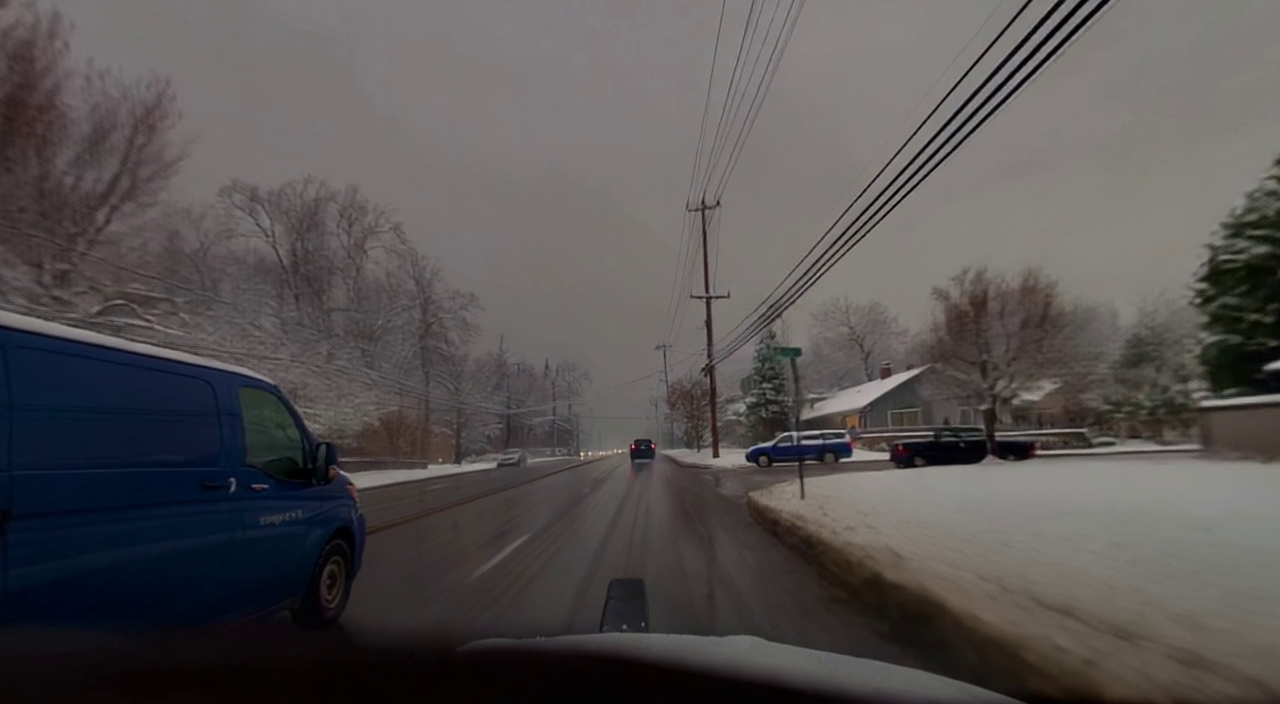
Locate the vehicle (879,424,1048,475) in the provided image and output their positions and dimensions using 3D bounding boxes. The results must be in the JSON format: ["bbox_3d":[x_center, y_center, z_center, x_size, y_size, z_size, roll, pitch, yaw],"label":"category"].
[{"bbox_3d":[10.177,3.099,20.099,4.295,1.505,1.918,0,-8,1],"label":"vehicle"}]

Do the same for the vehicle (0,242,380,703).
[{"bbox_3d":[-3.510,0.724,2.553,2.336,2.152,5.866,0,-8,1],"label":"vehicle"}]

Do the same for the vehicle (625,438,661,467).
[{"bbox_3d":[0.185,6.234,39.262,2.120,1.718,3.909,0,-8,1],"label":"vehicle"}]

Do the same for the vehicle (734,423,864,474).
[{"bbox_3d":[6.769,4.124,27.010,5.012,1.711,2.457,-7,-8,15],"label":"vehicle"}]

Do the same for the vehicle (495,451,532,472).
[{"bbox_3d":[-9.380,8.113,47.004,1.844,1.454,4.288,0,-8,1],"label":"vehicle"}]
